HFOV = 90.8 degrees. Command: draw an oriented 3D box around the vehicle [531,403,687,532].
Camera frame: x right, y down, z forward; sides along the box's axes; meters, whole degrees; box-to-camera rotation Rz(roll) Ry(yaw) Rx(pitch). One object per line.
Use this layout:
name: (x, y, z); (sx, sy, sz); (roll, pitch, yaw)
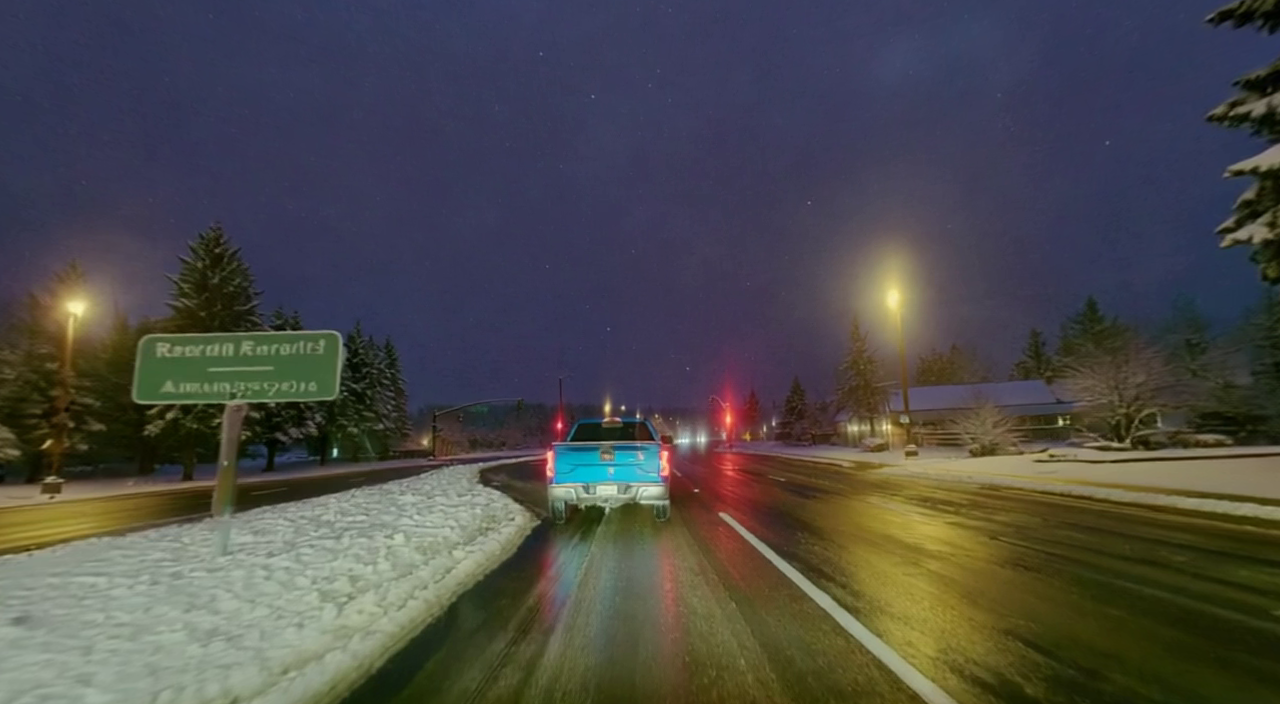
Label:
vehicle: (-0.470, 1.930, 11.144); (2.145, 1.762, 4.731); (0, -8, -1)

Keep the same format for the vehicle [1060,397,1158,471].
vehicle: (16.513, 2.917, 22.310); (1.862, 2.438, 1.649); (0, -10, -14)
